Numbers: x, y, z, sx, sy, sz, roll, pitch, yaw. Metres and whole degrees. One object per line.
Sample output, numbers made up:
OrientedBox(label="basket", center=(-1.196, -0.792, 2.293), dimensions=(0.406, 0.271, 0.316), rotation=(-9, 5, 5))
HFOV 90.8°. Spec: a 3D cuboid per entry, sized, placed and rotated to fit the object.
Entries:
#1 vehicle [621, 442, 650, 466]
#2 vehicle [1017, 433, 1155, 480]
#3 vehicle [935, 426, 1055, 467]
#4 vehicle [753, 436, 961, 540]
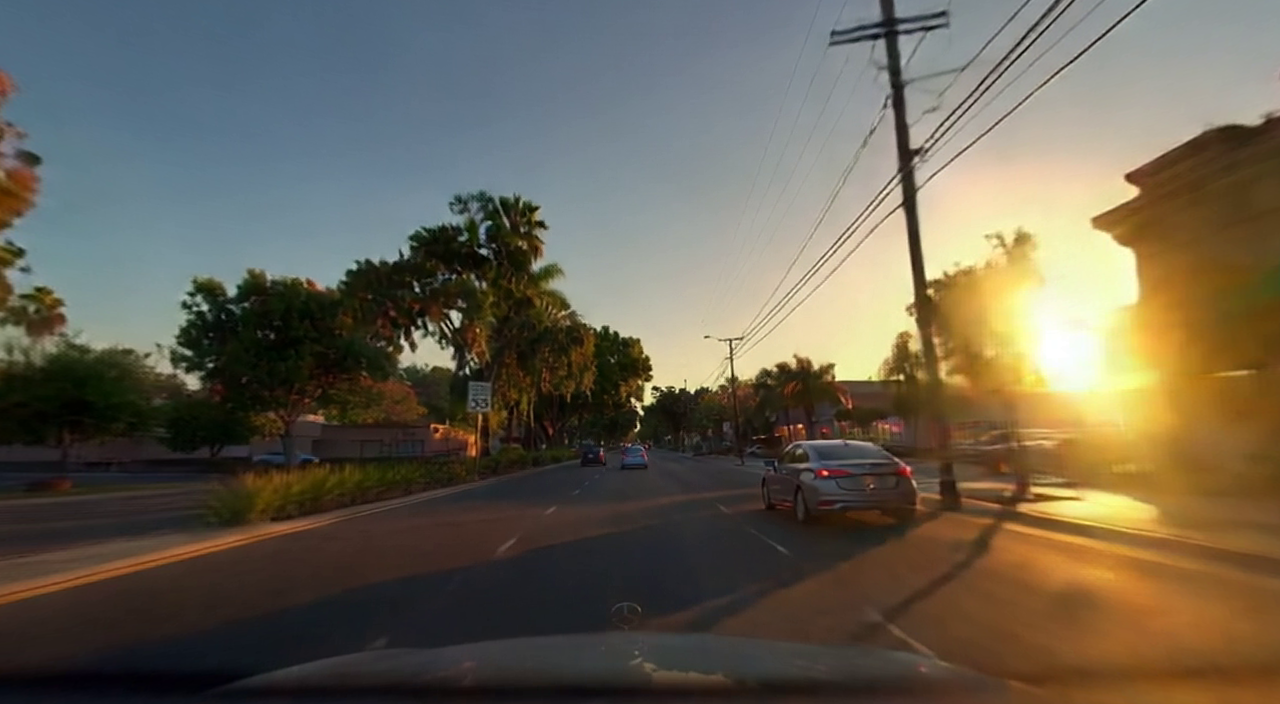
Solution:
OrientedBox(label="vehicle", center=(-0.344, 7.475, 46.322), dimensions=(2.102, 1.653, 3.698), rotation=(0, -9, -1))
OrientedBox(label="vehicle", center=(15.368, 3.593, 22.039), dimensions=(1.975, 1.464, 3.651), rotation=(-1, -8, -4))
OrientedBox(label="vehicle", center=(18.329, 4.924, 32.809), dimensions=(4.719, 1.803, 2.339), rotation=(-1, -12, -4))
OrientedBox(label="vehicle", center=(3.605, 2.344, 11.622), dimensions=(2.090, 1.503, 4.566), rotation=(0, -9, -2))
